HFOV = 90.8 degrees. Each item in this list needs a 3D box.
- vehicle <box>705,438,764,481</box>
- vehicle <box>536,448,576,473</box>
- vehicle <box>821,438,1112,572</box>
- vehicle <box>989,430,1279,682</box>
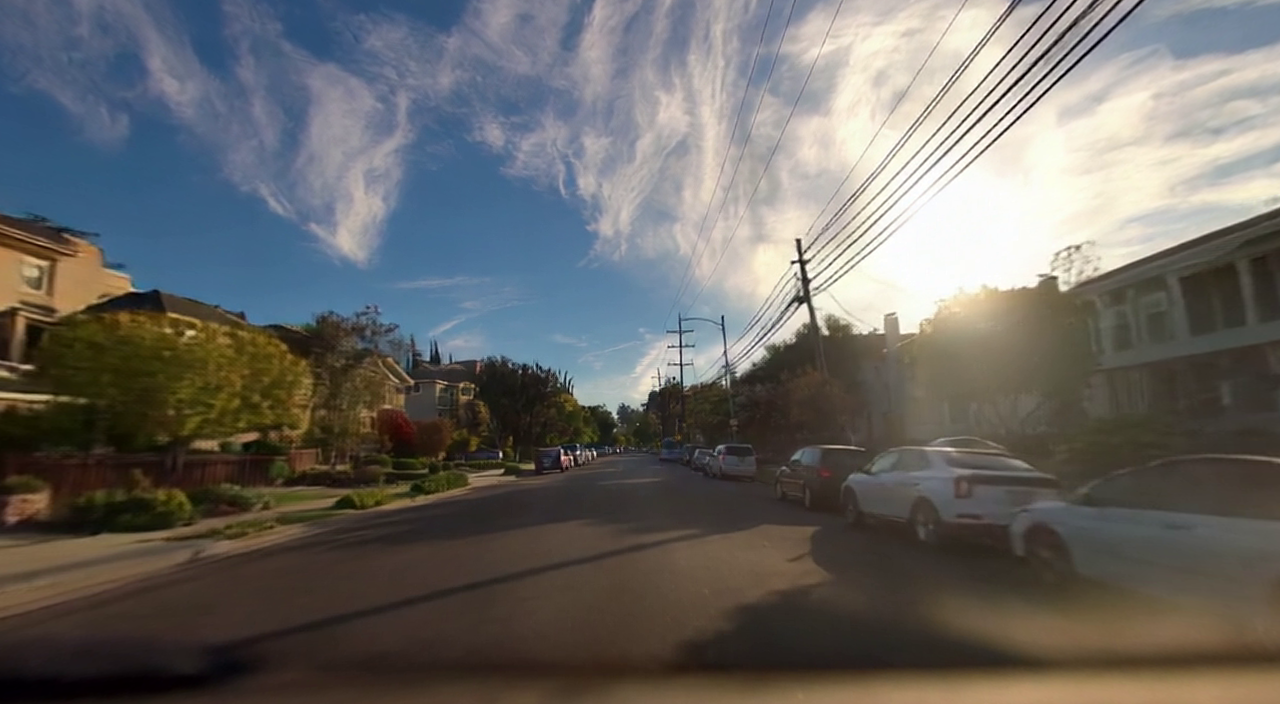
[{"bbox_3d":[4.479,5.165,30.653,2.086,1.885,4.323,0,-8,-1],"label":"vehicle"},{"bbox_3d":[-5.501,7.165,41.792,2.031,1.468,4.165,-2,-9,0],"label":"vehicle"},{"bbox_3d":[4.584,2.174,9.975,1.835,1.554,4.870,0,-8,-2],"label":"vehicle"},{"bbox_3d":[4.699,1.317,4.510,1.859,1.469,4.550,0,-8,1],"label":"vehicle"}]
